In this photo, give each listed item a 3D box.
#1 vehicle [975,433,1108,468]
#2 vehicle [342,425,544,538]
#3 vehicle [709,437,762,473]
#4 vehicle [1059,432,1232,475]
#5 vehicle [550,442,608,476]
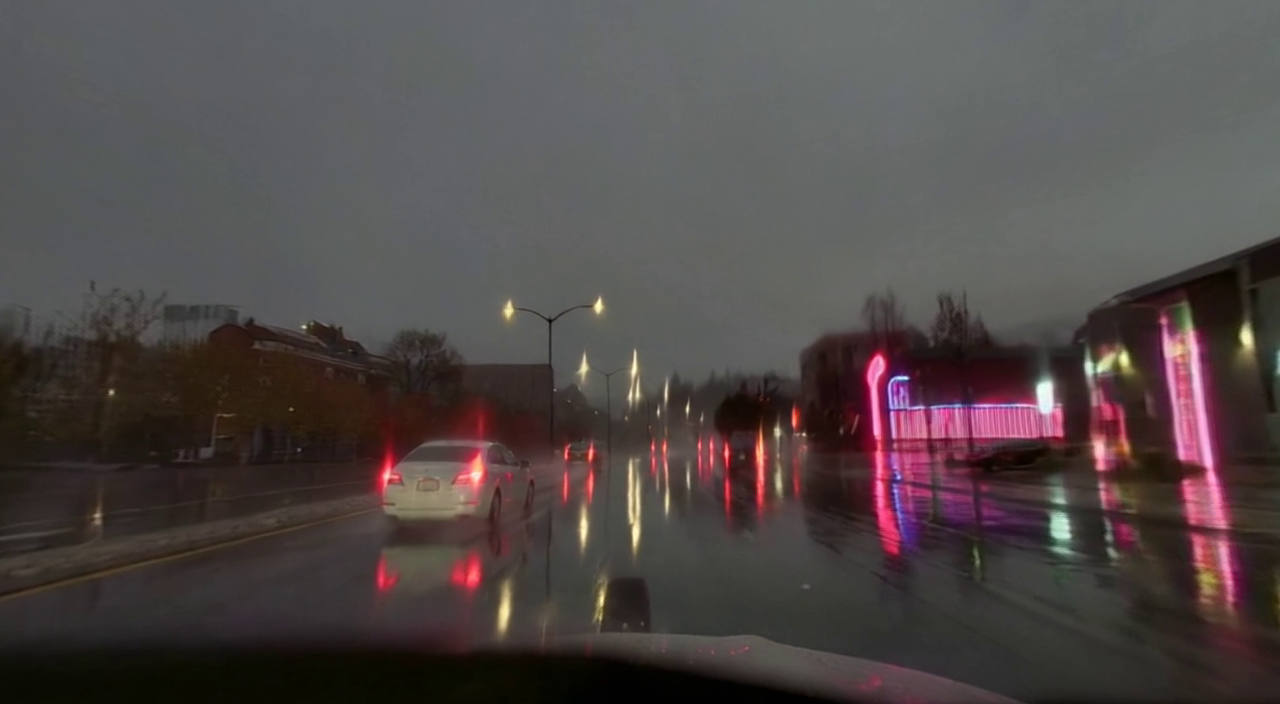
[{"bbox_3d":[18.357,4.523,28.986,4.583,1.491,2.192,0,-8,-1],"label":"vehicle"},{"bbox_3d":[-3.134,2.166,11.202,2.118,1.568,4.436,0,-8,1],"label":"vehicle"},{"bbox_3d":[4.758,5.191,32.049,2.103,1.699,4.171,0,-8,1],"label":"vehicle"},{"bbox_3d":[18.519,3.736,23.279,4.502,1.454,2.129,0,-8,1],"label":"vehicle"},{"bbox_3d":[-2.722,4.897,29.105,1.980,1.454,4.226,-1,-8,3],"label":"vehicle"}]
